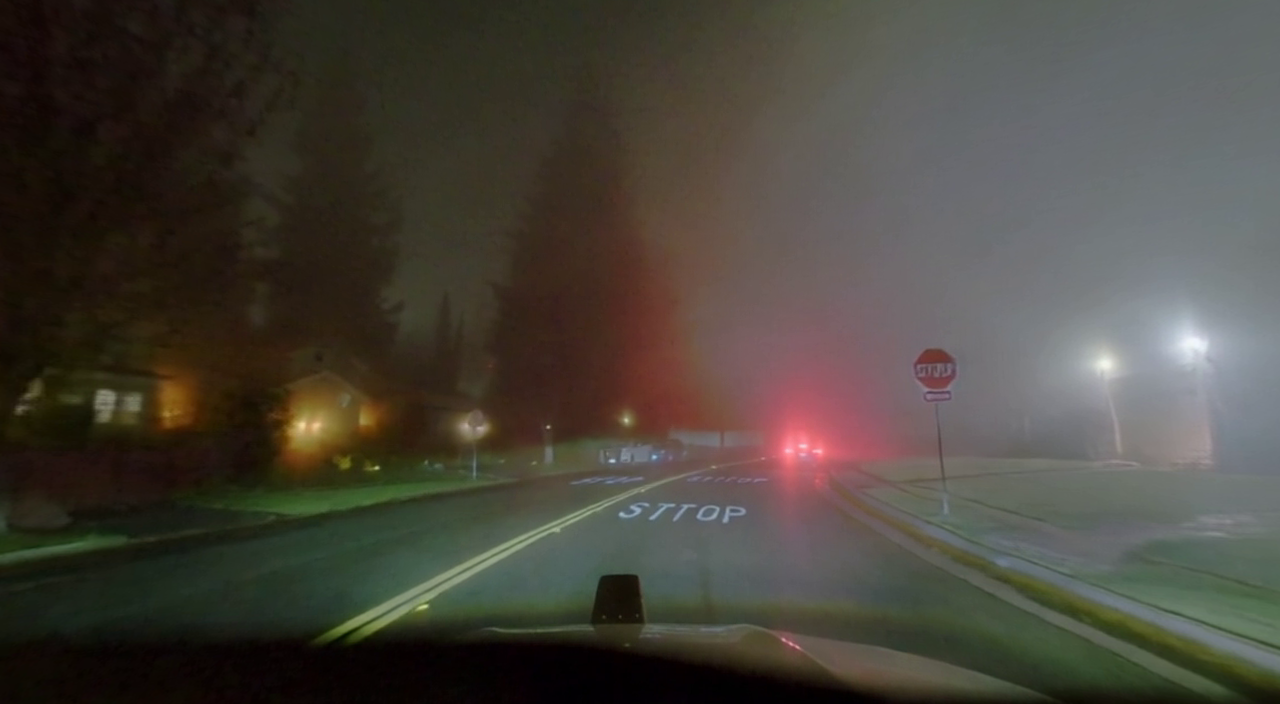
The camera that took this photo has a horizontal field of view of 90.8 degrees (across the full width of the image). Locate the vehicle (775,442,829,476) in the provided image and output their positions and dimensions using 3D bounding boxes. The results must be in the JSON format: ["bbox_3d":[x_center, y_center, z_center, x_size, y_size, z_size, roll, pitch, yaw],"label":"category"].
[{"bbox_3d":[7.872,5.086,30.305,2.045,1.478,4.914,-3,-9,19],"label":"vehicle"}]

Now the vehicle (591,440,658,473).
[{"bbox_3d":[-0.767,5.788,35.283,2.030,1.696,4.828,-4,-9,21],"label":"vehicle"}]
